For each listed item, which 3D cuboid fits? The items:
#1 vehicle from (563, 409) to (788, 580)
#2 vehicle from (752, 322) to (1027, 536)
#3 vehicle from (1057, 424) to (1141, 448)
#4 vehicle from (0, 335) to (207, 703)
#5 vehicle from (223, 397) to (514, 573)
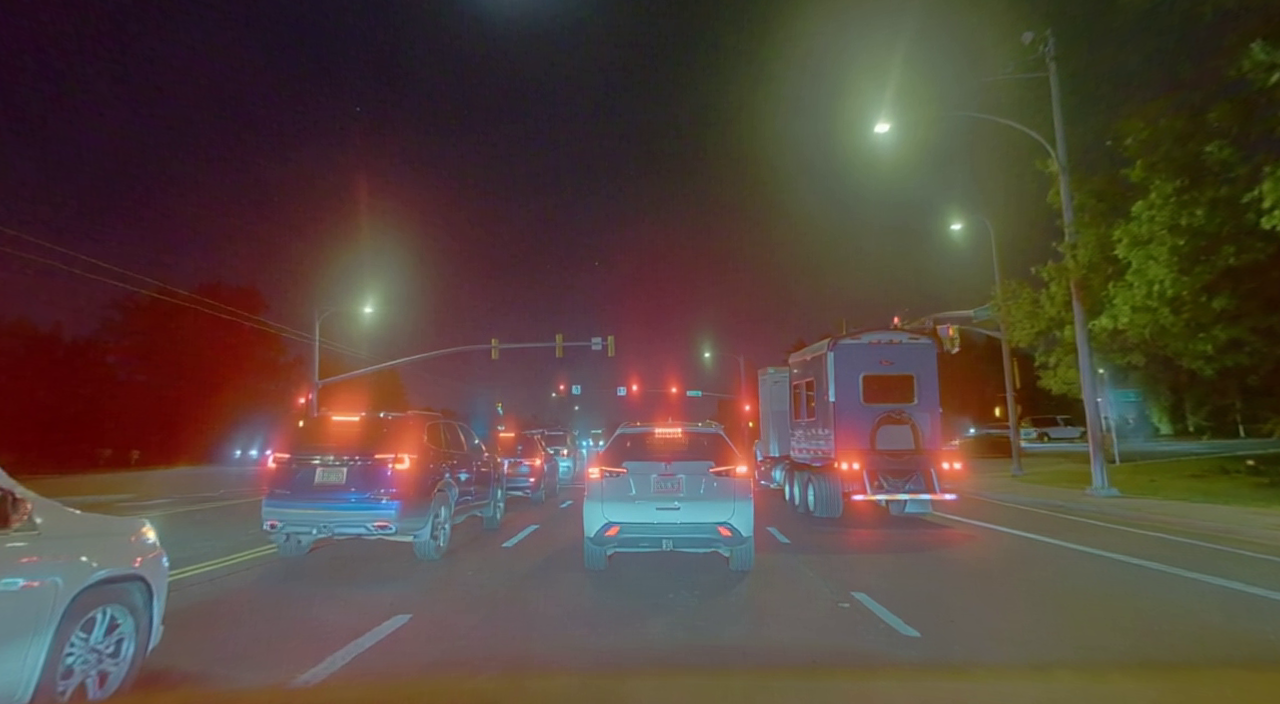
[{"bbox_3d":[0.353,1.706,8.315,2.189,1.649,4.171,0,-9,0],"label":"vehicle"},{"bbox_3d":[3.684,1.387,10.977,2.531,2.750,5.595,0,-9,1],"label":"vehicle"},{"bbox_3d":[33.190,6.127,45.865,4.671,1.595,1.824,-5,-10,31],"label":"vehicle"},{"bbox_3d":[-3.434,0.669,1.475,1.952,1.730,4.116,0,-9,-1],"label":"vehicle"},{"bbox_3d":[-3.271,1.713,8.842,2.085,1.812,4.388,0,-9,0],"label":"vehicle"}]
